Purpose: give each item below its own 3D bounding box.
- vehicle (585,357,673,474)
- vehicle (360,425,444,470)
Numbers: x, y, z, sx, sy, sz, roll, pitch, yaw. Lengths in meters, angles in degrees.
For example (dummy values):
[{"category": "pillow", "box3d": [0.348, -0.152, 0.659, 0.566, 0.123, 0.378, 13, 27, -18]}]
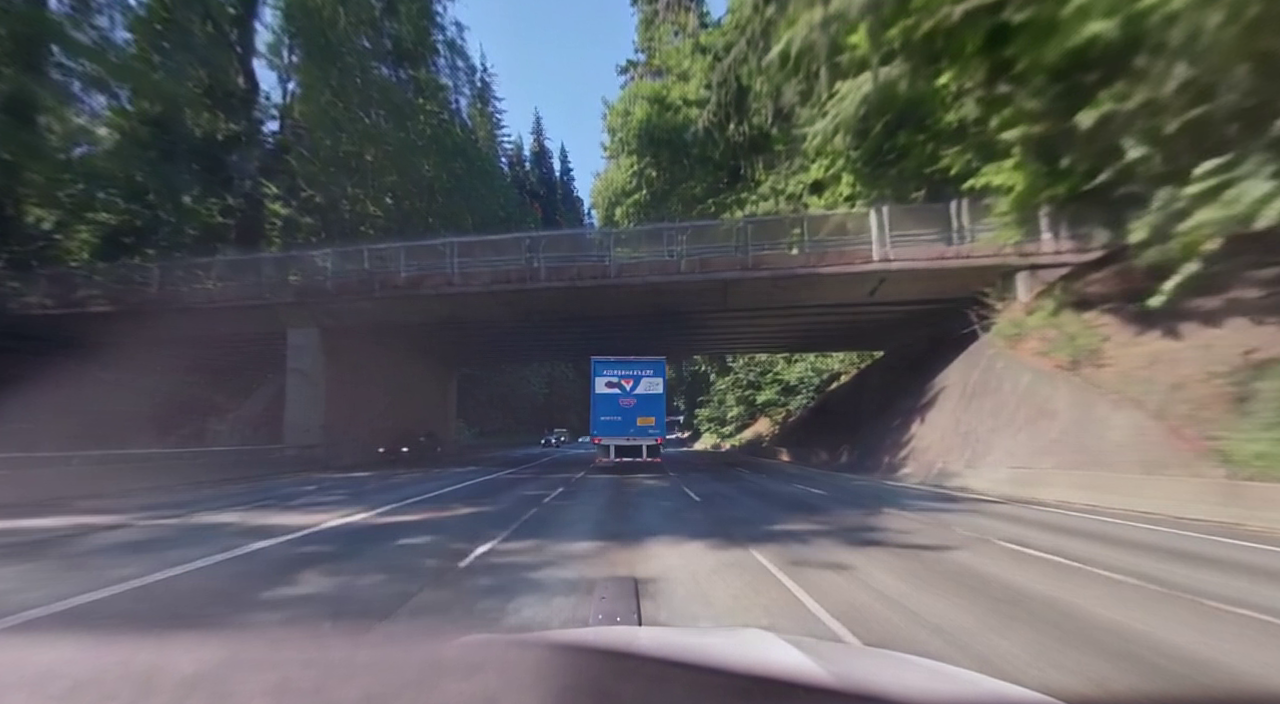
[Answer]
[{"category": "vehicle", "box3d": [-0.604, 2.772, 26.192, 2.895, 3.861, 10.213, 0, -8, -3]}, {"category": "vehicle", "box3d": [-8.812, 3.560, 23.626, 1.828, 1.533, 3.432, 0, -8, 0]}]
